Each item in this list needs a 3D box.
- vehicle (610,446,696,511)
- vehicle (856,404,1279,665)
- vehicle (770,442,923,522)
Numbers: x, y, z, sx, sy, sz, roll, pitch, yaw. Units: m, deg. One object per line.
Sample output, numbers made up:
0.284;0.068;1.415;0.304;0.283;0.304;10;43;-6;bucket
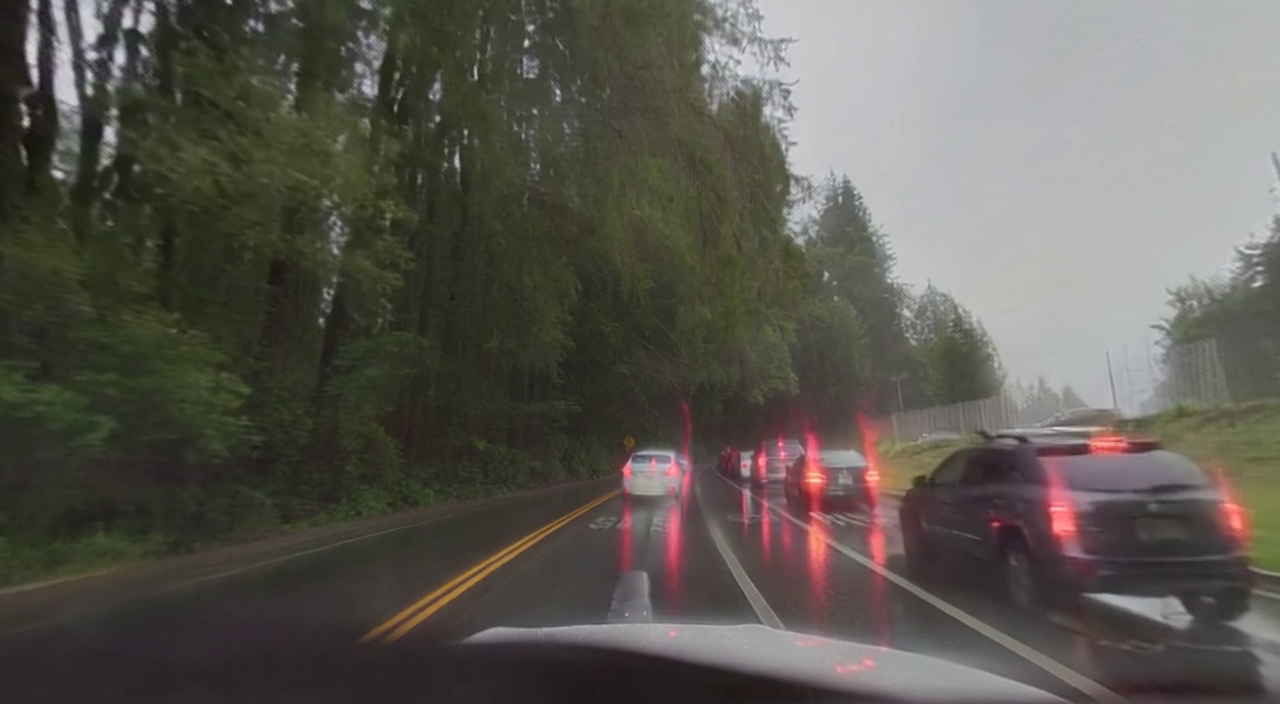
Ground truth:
0.386;3.379;17.374;2.078;1.521;4.058;0;-8;2;vehicle
3.972;1.486;6.345;1.957;1.629;4.609;0;-8;0;vehicle
4.348;2.770;14.196;1.992;1.469;4.823;0;-8;2;vehicle
